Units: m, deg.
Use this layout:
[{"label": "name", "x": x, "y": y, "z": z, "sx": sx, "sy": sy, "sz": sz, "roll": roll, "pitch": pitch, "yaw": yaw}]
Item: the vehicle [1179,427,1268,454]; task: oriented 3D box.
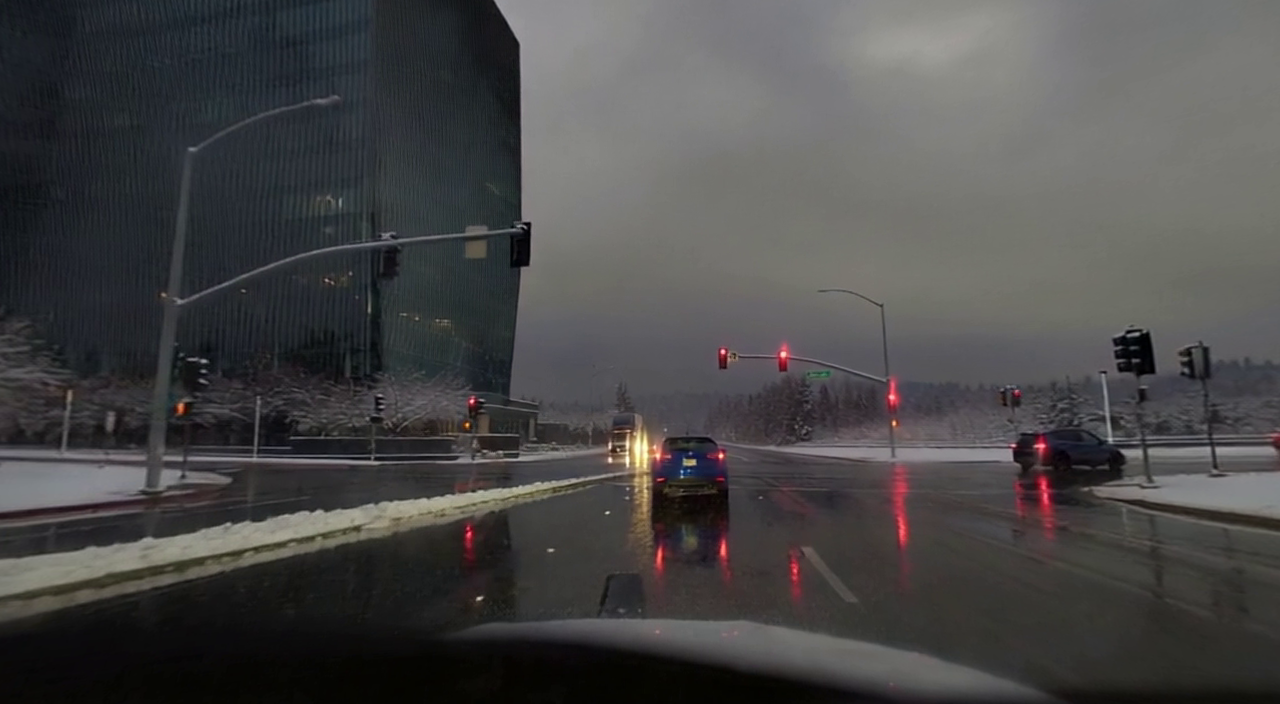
[{"label": "vehicle", "x": 33.337, "y": 5.100, "z": 36.125, "sx": 1.743, "sy": 1.472, "sz": 3.772, "roll": -1, "pitch": -9, "yaw": 6}]

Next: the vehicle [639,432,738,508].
[{"label": "vehicle", "x": 1.272, "y": 2.734, "z": 15.072, "sx": 2.014, "sy": 1.525, "sz": 4.197, "roll": -1, "pitch": -9, "yaw": 8}]

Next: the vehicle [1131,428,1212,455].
[{"label": "vehicle", "x": 30.853, "y": 5.240, "z": 36.669, "sx": 1.816, "sy": 1.476, "sz": 3.652, "roll": -1, "pitch": -9, "yaw": 8}]

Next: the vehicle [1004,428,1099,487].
[{"label": "vehicle", "x": 13.974, "y": 3.518, "z": 21.249, "sx": 2.174, "sy": 1.749, "sz": 4.739, "roll": -6, "pitch": -11, "yaw": 37}]

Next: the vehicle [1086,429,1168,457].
[{"label": "vehicle", "x": 28.583, "y": 5.399, "z": 37.144, "sx": 1.864, "sy": 1.519, "sz": 4.317, "roll": -1, "pitch": -9, "yaw": 8}]
